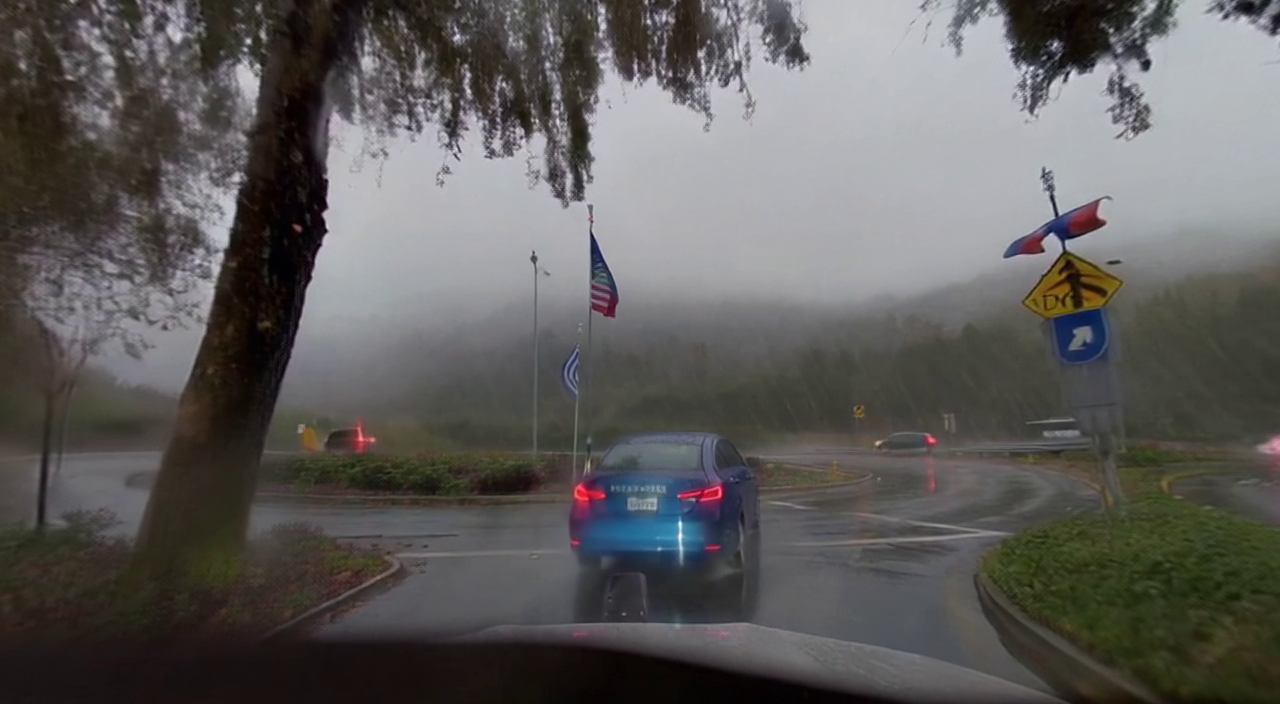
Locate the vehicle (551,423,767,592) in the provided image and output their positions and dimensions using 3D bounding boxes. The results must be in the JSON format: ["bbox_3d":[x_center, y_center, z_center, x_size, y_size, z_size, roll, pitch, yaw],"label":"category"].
[{"bbox_3d":[0.540,1.842,8.289,2.078,1.607,4.010,-2,-9,12],"label":"vehicle"}]
